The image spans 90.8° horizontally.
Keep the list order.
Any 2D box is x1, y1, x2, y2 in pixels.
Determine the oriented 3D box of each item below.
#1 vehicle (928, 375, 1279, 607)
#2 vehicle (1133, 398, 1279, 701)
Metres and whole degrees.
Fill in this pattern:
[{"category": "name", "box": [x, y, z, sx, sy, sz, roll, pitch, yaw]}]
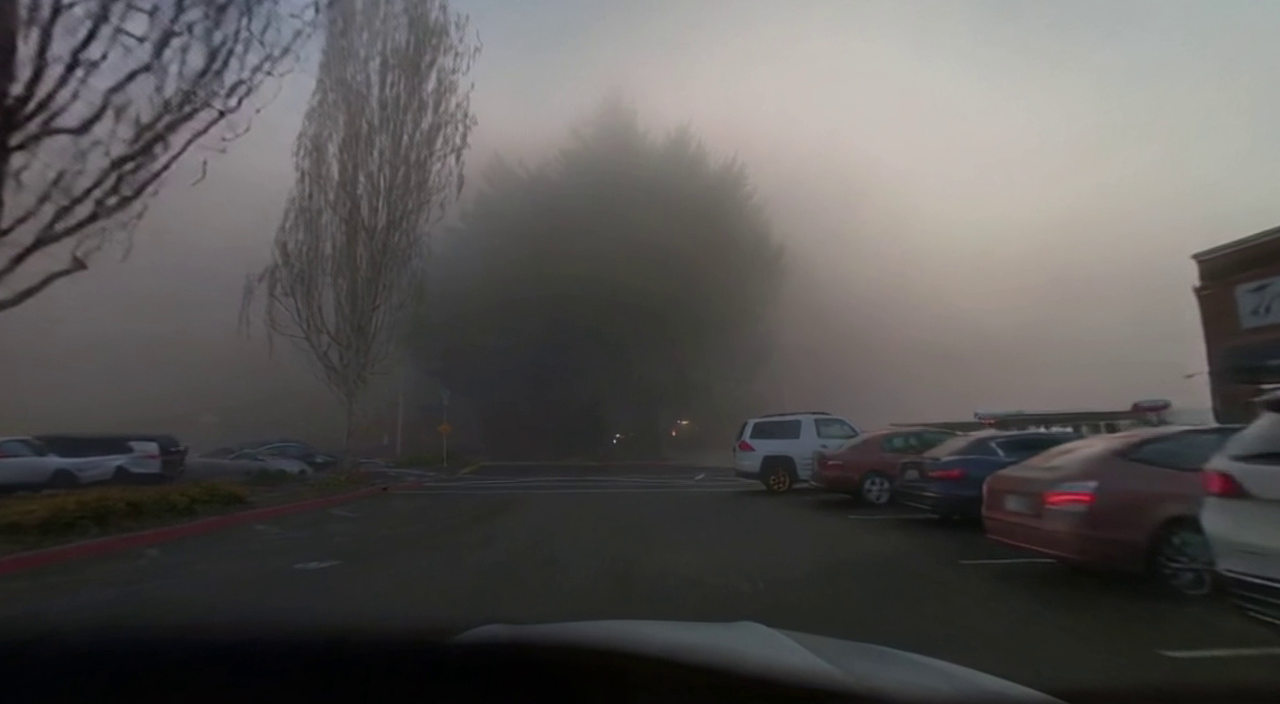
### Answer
[{"category": "vehicle", "box": [5.778, 1.214, 6.152, 4.785, 1.761, 2.292, 0, -8, -3]}, {"category": "vehicle", "box": [5.461, 0.969, 3.093, 4.449, 1.513, 2.087, 0, -8, -5]}]
